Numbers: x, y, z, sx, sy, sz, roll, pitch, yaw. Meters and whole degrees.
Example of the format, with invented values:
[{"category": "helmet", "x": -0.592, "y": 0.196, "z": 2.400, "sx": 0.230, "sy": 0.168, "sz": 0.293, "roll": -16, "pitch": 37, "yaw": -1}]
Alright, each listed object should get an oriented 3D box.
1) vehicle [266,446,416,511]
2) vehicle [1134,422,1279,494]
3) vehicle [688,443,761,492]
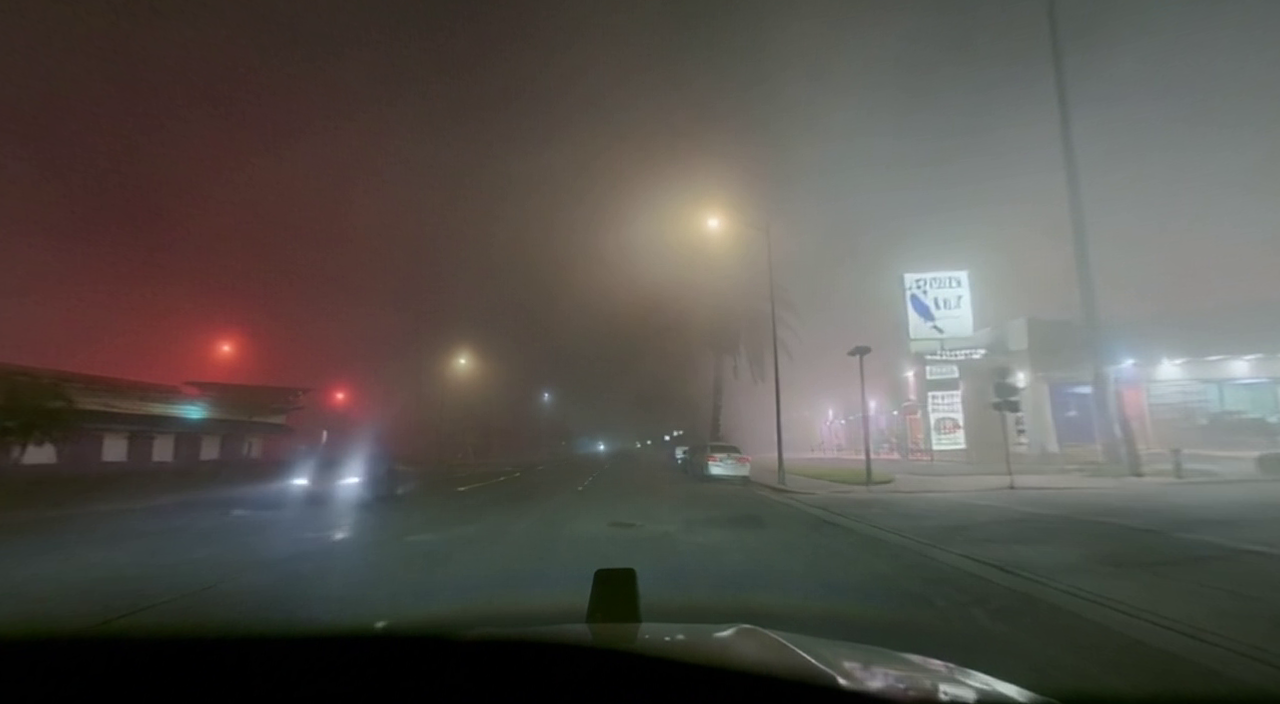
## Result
[{"category": "vehicle", "x": -7.680, "y": 3.253, "z": 16.769, "sx": 1.923, "sy": 1.485, "sz": 4.186, "roll": 0, "pitch": -9, "yaw": 0}, {"category": "vehicle", "x": 14.826, "y": 2.452, "z": 14.736, "sx": 4.793, "sy": 1.537, "sz": 2.105, "roll": 0, "pitch": -9, "yaw": -1}, {"category": "vehicle", "x": 2.963, "y": 4.190, "z": 23.239, "sx": 2.046, "sy": 1.588, "sz": 4.508, "roll": 0, "pitch": -9, "yaw": 0}]
